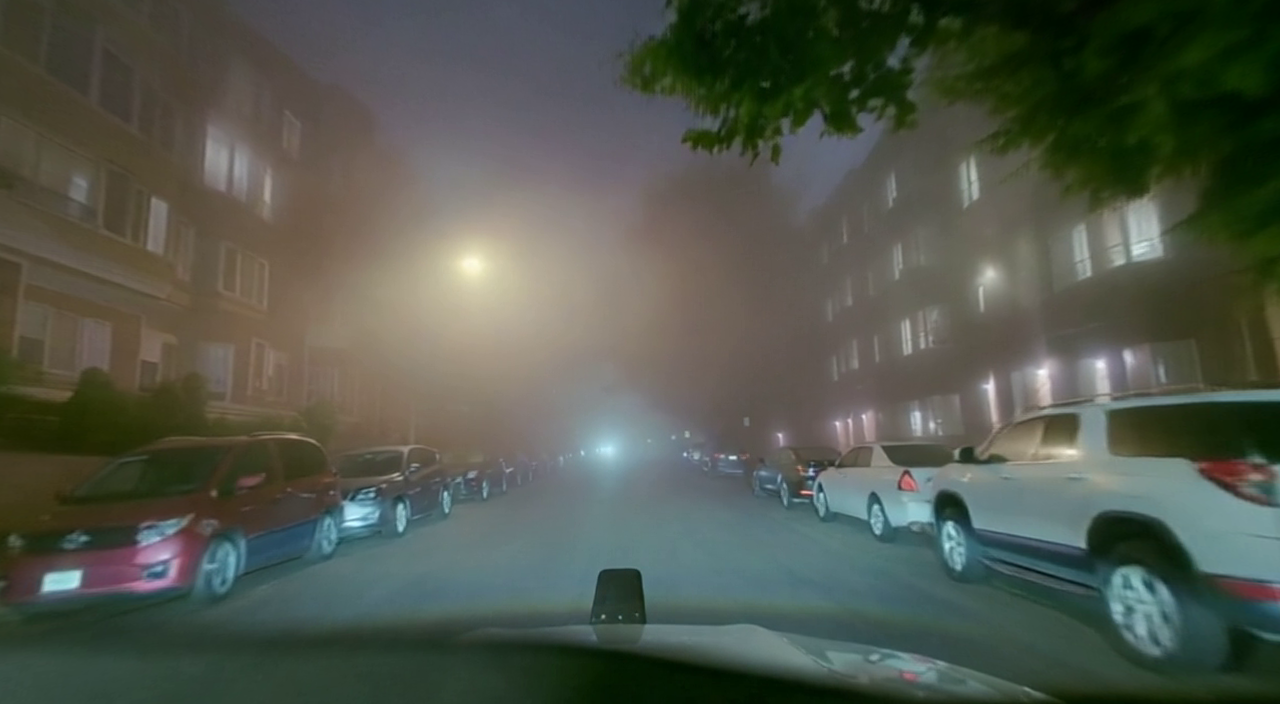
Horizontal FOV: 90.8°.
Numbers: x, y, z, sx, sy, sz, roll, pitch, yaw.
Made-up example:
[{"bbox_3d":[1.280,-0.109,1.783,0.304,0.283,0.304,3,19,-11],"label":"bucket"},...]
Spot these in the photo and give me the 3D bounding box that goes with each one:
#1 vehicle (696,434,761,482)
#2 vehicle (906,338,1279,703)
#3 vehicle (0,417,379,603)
[{"bbox_3d":[3.571,4.384,26.489,1.912,1.781,5.159,0,-8,-1],"label":"vehicle"},{"bbox_3d":[3.903,1.154,4.820,1.911,1.835,4.599,-1,-8,3],"label":"vehicle"},{"bbox_3d":[-5.087,1.695,7.695,2.274,1.679,3.639,0,-8,-1],"label":"vehicle"}]
